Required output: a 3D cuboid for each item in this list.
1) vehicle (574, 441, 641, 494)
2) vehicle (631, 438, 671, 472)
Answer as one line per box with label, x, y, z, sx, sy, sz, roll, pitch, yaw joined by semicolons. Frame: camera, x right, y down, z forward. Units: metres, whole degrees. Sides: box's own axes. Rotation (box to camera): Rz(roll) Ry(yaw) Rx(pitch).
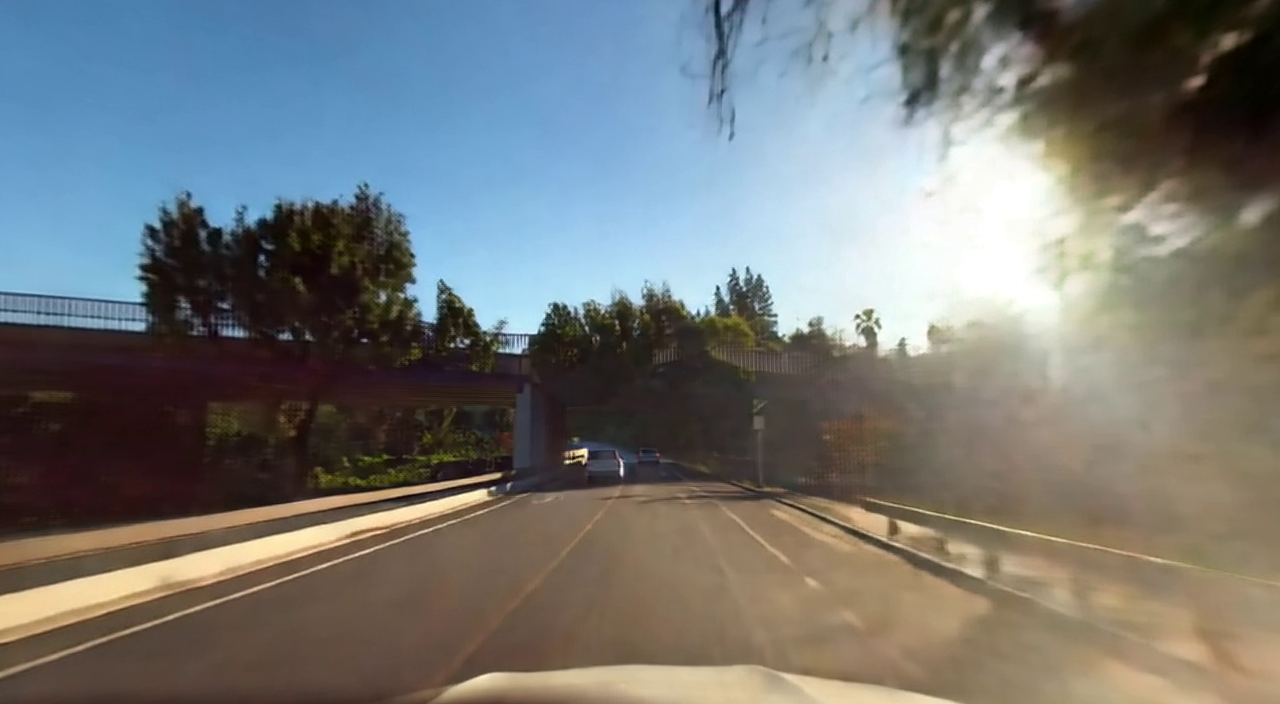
vehicle;-1.062;3.827;21.183;2.037;1.601;3.643;0;-9;-2
vehicle;0.658;6.634;40.709;2.273;2.010;4.396;0;-9;-3
